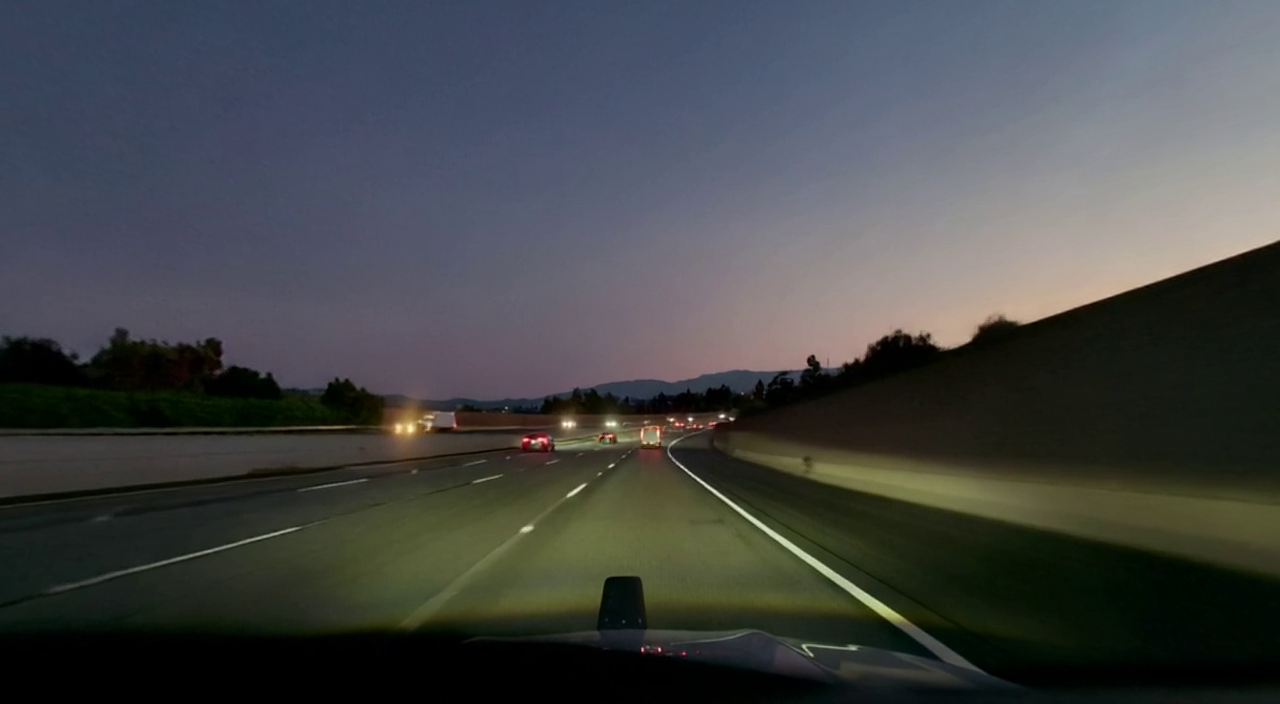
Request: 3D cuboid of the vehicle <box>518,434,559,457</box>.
[{"bbox_3d":[-6.857,6.393,43.082,1.966,1.488,4.243,-1,-8,2],"label":"vehicle"}]
